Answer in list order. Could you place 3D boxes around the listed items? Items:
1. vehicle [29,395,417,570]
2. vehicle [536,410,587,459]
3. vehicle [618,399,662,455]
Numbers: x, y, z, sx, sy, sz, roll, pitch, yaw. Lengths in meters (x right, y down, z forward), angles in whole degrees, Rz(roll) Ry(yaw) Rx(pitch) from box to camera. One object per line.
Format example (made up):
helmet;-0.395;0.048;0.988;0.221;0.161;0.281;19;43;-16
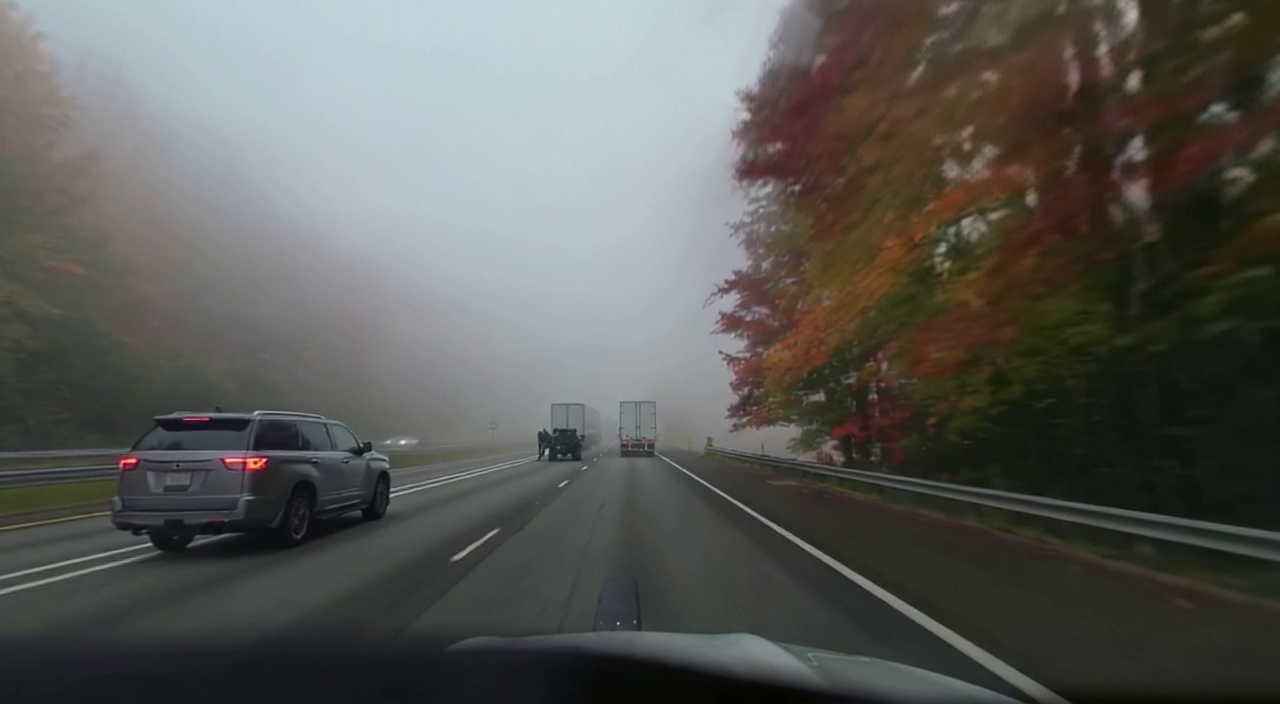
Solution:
vehicle;-4.837;1.568;8.389;2.089;1.669;4.515;0;-8;0
vehicle;-4.671;5.048;38.220;2.383;2.726;5.677;0;-8;0
vehicle;-0.154;5.918;48.982;3.078;3.955;8.774;1;-8;-2
